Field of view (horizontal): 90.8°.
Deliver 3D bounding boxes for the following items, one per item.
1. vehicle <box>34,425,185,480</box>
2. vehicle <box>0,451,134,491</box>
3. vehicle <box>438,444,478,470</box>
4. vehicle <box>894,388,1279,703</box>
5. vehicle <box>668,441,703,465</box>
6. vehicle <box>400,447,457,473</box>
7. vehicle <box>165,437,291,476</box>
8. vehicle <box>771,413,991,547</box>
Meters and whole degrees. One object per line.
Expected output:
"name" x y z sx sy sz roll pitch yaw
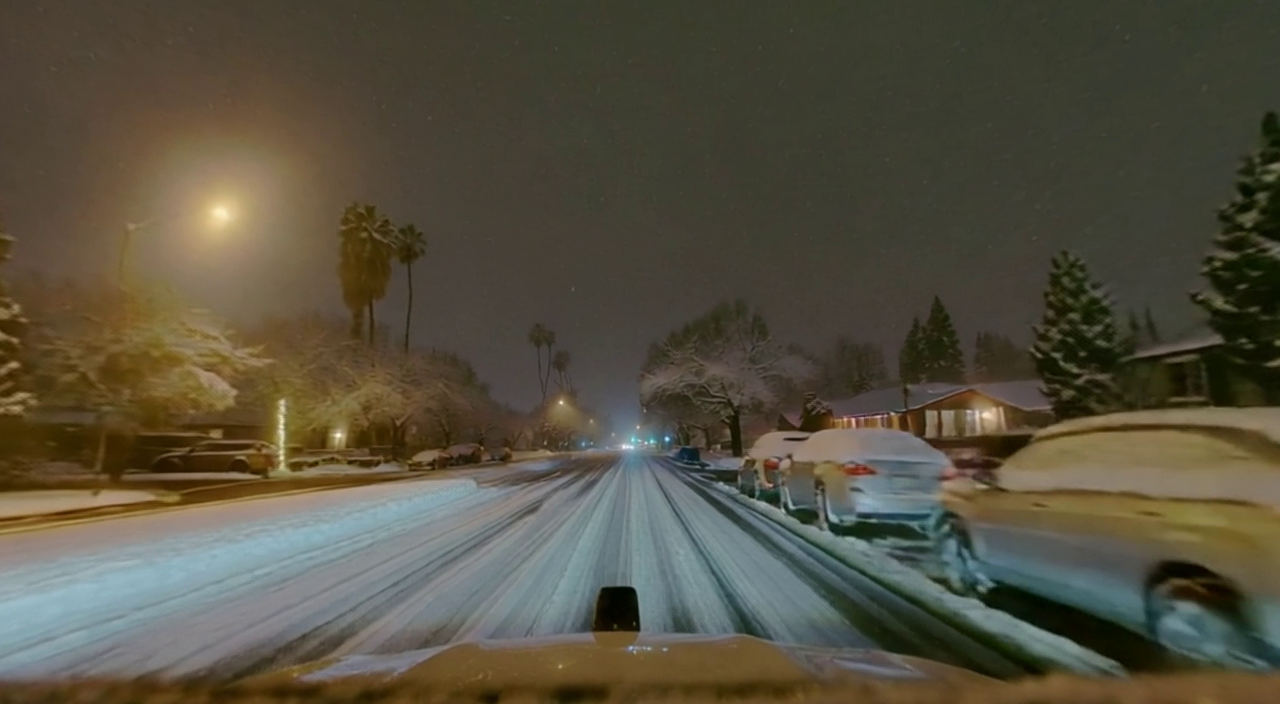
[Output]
"vehicle" -29.334 5.563 35.096 6.108 2.900 2.298 0 -9 1
"vehicle" -23.587 4.705 25.193 4.946 1.518 2.115 0 -9 1
"vehicle" -13.745 7.929 47.901 1.844 1.764 4.183 -1 -7 0
"vehicle" 3.770 1.210 4.318 1.878 1.625 4.826 0 -9 -2
"vehicle" 3.346 7.580 47.574 2.221 1.718 5.192 0 -9 0
"vehicle" -13.759 7.010 41.297 2.131 1.492 4.310 -1 -7 2
"vehicle" -22.767 5.786 35.074 5.386 2.043 2.124 0 -9 -1
"vehicle" 3.757 2.099 10.957 1.912 1.790 4.715 0 -9 0
